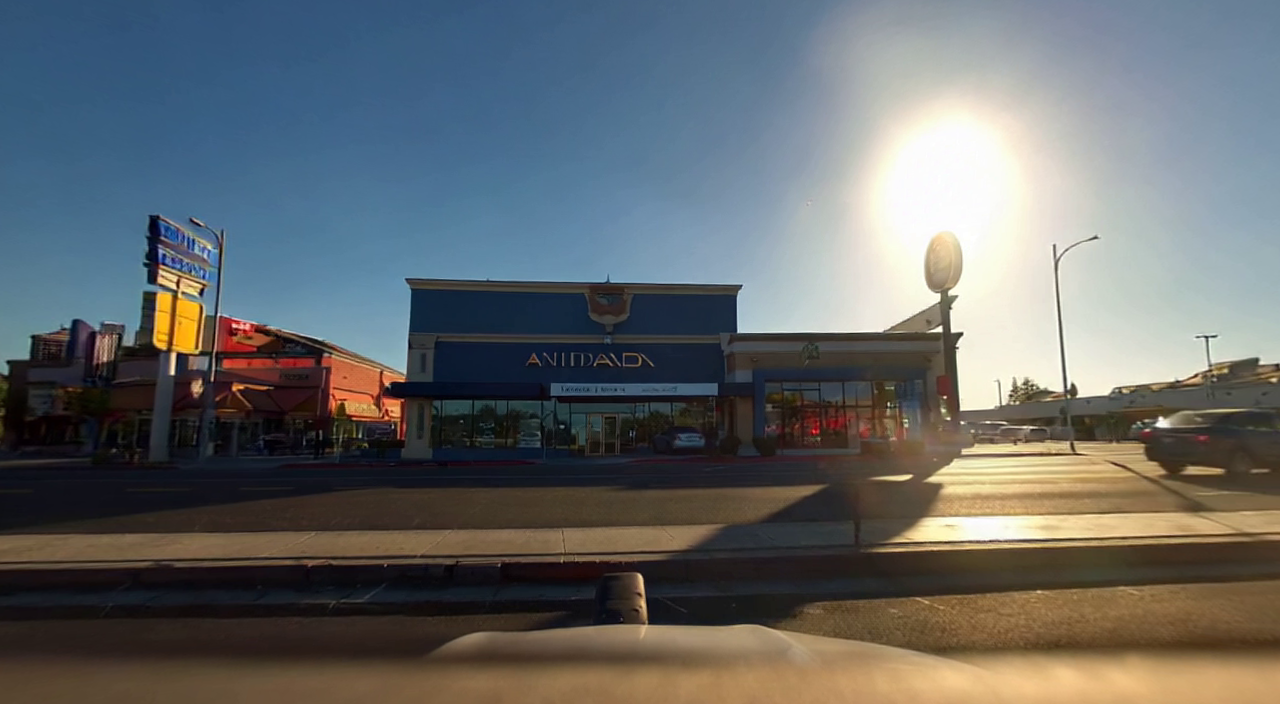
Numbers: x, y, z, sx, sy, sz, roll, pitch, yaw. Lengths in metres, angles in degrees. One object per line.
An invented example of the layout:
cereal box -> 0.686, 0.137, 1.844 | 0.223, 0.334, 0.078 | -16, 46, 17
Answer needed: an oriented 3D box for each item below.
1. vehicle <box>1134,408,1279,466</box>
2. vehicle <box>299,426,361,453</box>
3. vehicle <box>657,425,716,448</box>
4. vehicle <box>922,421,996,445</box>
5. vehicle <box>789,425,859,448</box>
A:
vehicle -> 16.275, 2.250, 16.661 | 4.907, 1.411, 2.020 | 1, -8, -4
vehicle -> -20.472, 5.794, 41.687 | 4.596, 1.680, 1.936 | -7, -11, 40
vehicle -> 3.105, 5.808, 43.273 | 1.812, 1.468, 4.519 | 5, -10, -29
vehicle -> 25.126, 6.400, 49.826 | 4.838, 1.799, 1.914 | -7, -11, 38
vehicle -> 12.490, 5.842, 43.249 | 1.791, 1.453, 4.593 | 5, -10, -29
